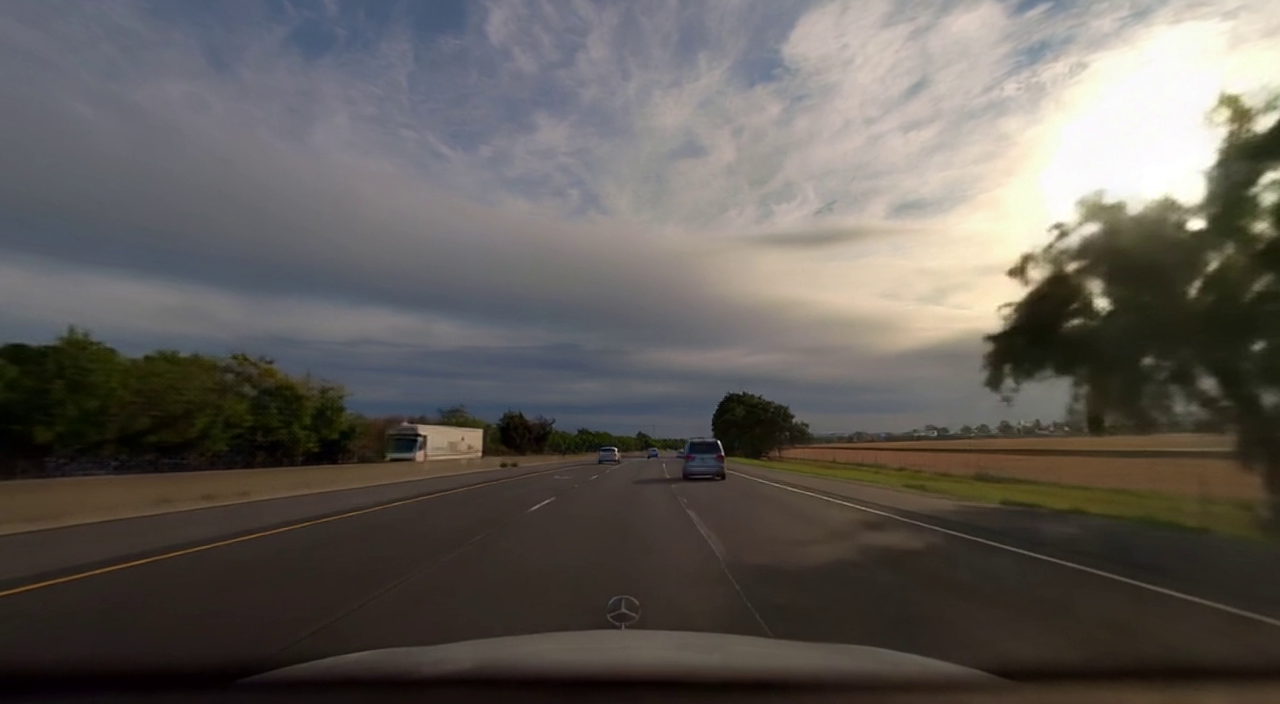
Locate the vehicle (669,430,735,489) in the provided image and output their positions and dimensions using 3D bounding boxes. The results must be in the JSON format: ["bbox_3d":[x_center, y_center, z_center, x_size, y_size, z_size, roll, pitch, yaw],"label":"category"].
[{"bbox_3d":[2.279,4.151,24.593,2.219,2.033,4.911,-1,-9,2],"label":"vehicle"}]
